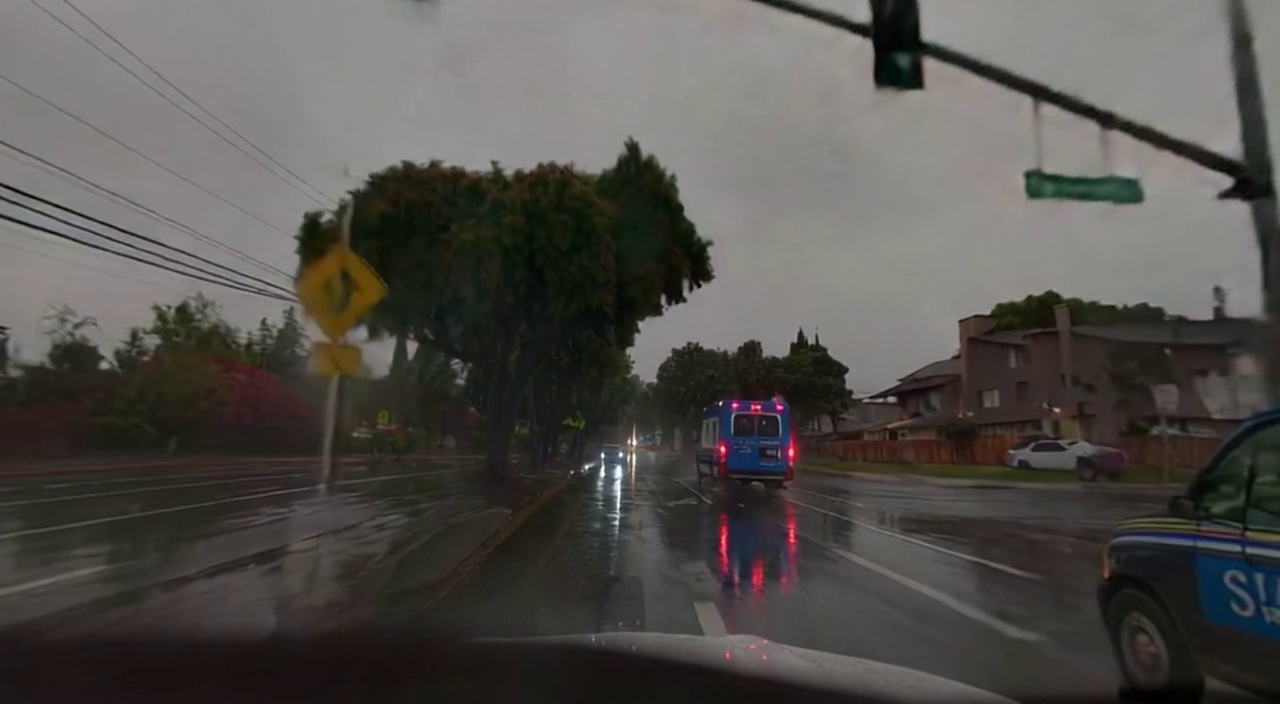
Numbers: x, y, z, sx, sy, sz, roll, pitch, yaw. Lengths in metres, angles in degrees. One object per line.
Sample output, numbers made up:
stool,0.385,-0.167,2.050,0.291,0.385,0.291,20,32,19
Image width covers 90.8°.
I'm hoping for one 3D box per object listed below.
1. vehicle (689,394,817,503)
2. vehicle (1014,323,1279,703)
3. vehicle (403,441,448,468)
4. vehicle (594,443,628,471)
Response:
vehicle,3.016,2.775,18.514,2.406,2.687,5.521,0,-8,-4
vehicle,3.913,0.749,2.096,2.194,1.922,4.822,0,-8,-3
vehicle,-15.073,7.171,44.617,1.909,1.705,4.126,1,-7,-2
vehicle,-1.922,6.780,40.981,2.114,1.707,3.725,0,-8,-4
